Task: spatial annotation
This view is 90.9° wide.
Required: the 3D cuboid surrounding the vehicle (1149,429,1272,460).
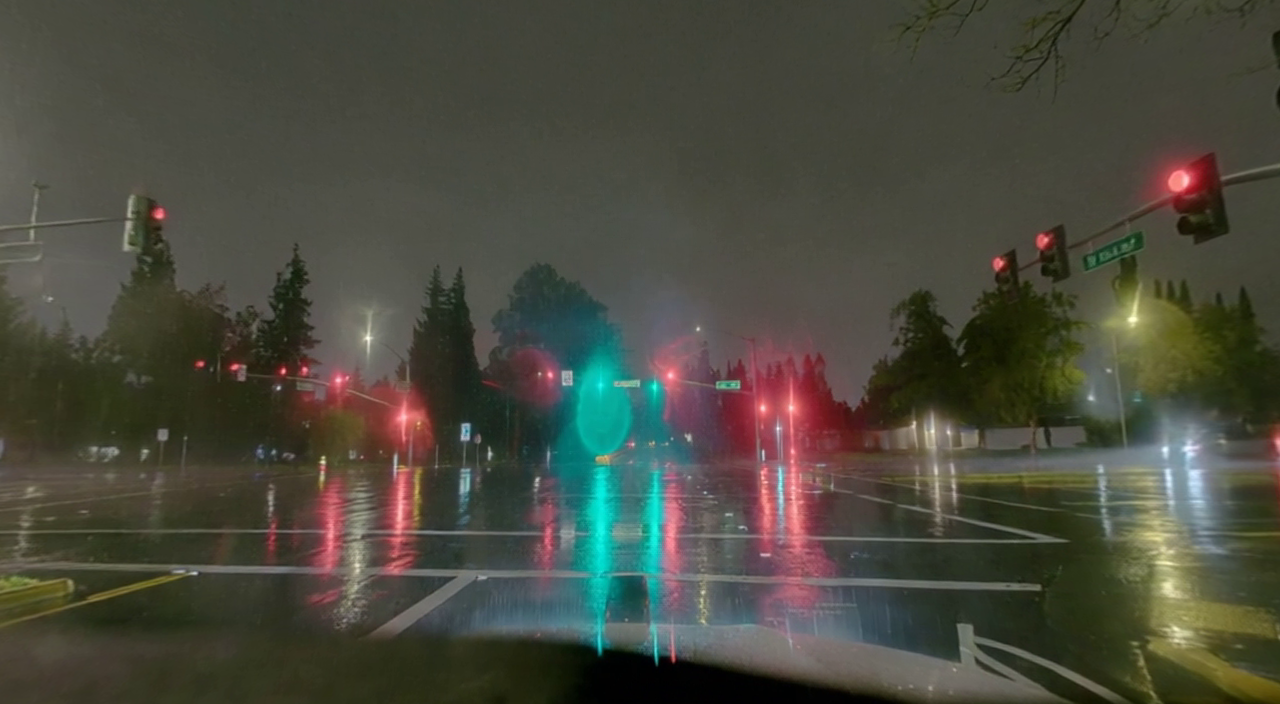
[{"bbox_3d":[27.832,4.541,30.908,3.952,1.468,1.768,-3,-9,21],"label":"vehicle"}]
